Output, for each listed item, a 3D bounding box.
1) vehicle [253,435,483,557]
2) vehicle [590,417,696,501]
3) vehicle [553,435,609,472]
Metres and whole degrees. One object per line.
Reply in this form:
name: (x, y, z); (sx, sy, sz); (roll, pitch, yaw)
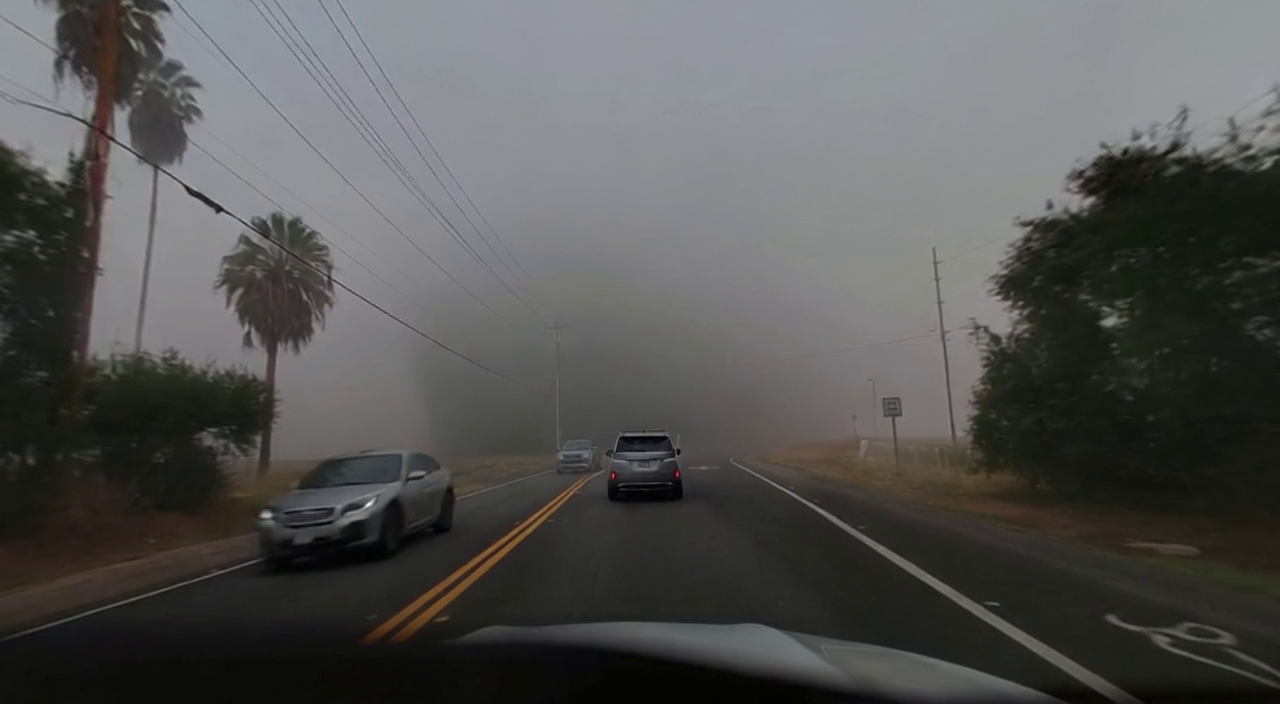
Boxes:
vehicle: (-4.124, 2.223, 10.407); (2.079, 1.606, 3.775); (0, -9, 0)
vehicle: (0.031, 2.726, 16.365); (2.364, 1.859, 4.538); (0, -9, -1)
vehicle: (-3.255, 5.796, 36.197); (2.237, 1.878, 5.739); (-1, -9, 5)
